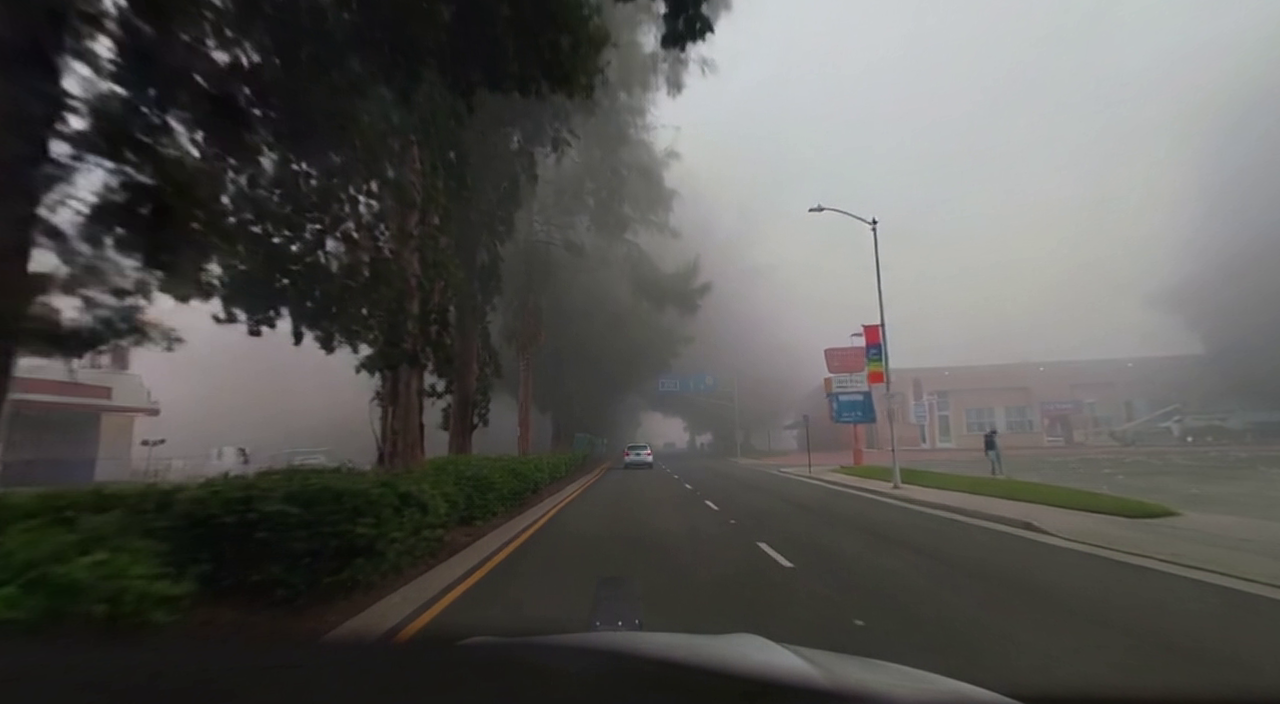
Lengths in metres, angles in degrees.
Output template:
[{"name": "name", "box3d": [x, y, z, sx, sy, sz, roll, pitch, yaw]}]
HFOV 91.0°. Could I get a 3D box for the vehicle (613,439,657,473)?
[{"name": "vehicle", "box3d": [-0.222, 5.764, 35.087, 2.235, 1.719, 4.292, 2, -9, 1]}]
